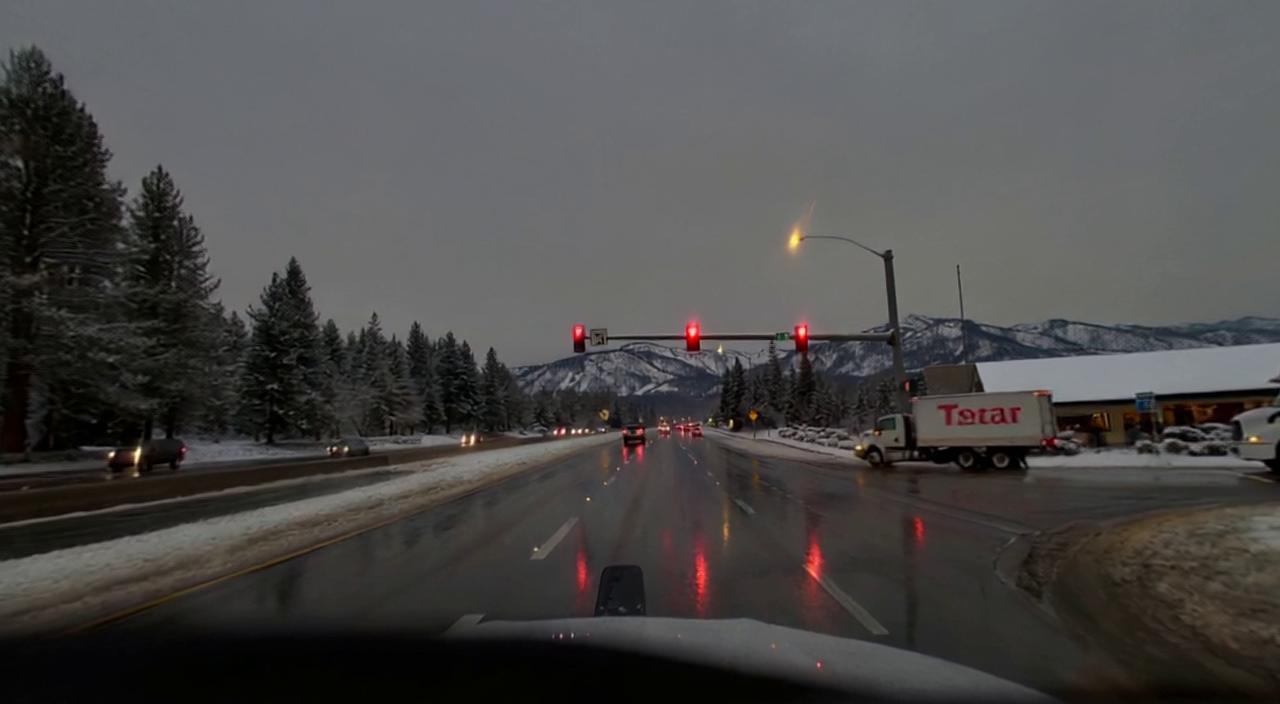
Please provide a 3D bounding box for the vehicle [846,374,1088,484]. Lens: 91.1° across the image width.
[{"bbox_3d":[11.551,2.849,22.728,7.088,3.414,3.237,-5,-10,30],"label":"vehicle"}]
